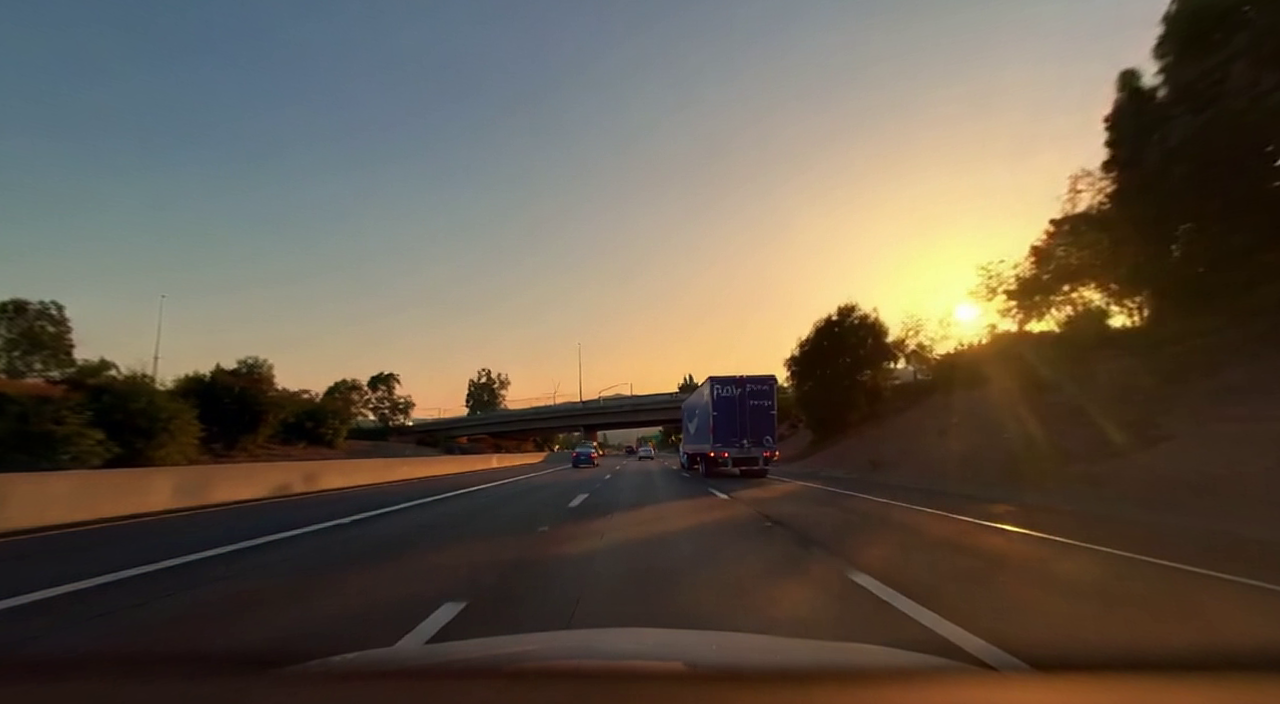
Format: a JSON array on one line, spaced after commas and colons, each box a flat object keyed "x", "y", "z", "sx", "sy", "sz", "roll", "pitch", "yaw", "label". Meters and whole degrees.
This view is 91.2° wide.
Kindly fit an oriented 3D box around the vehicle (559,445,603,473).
[{"x": -3.463, "y": 6.420, "z": 37.797, "sx": 2.200, "sy": 1.562, "sz": 4.959, "roll": 0, "pitch": -9, "yaw": 0, "label": "vehicle"}]

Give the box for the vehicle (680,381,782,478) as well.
[{"x": 4.330, "y": 4.475, "z": 34.639, "sx": 2.928, "sy": 4.021, "sz": 17.190, "roll": 0, "pitch": -8, "yaw": 0, "label": "vehicle"}]
